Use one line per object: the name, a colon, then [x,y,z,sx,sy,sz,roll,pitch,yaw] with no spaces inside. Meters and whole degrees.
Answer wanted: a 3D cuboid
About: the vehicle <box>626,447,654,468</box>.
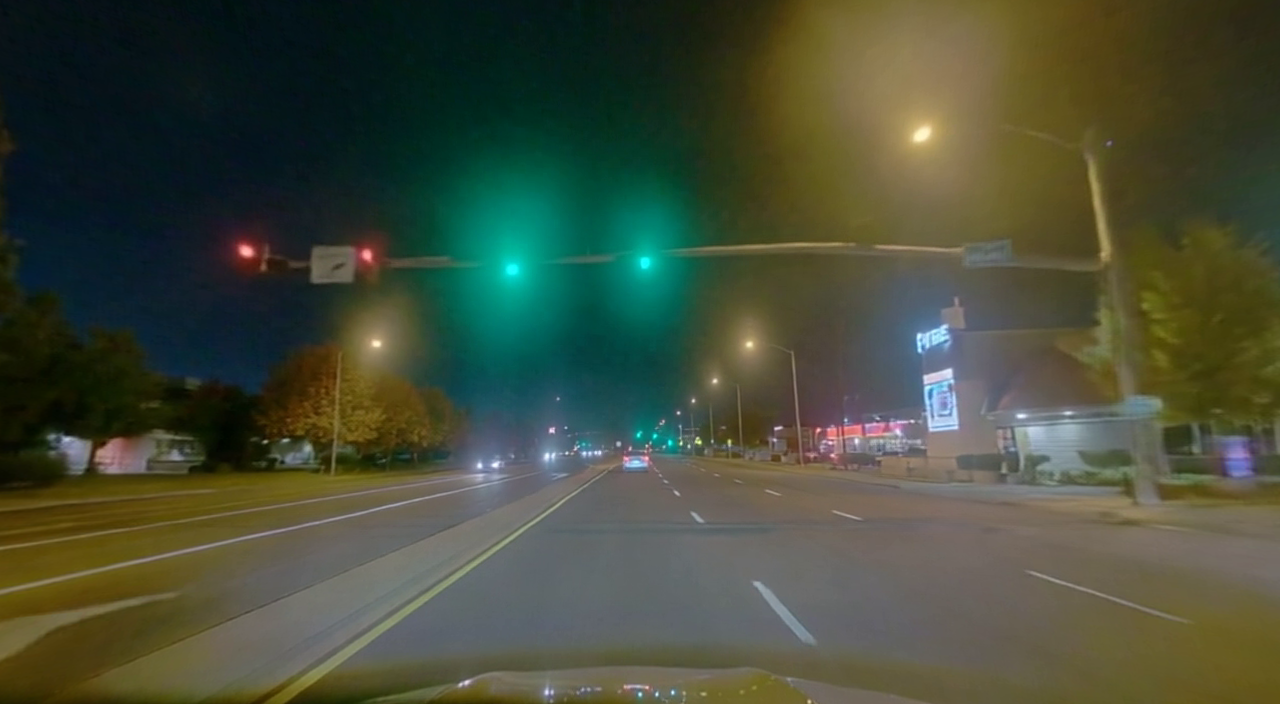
vehicle: [-0.058,7.953,47.770,2.027,1.494,3.942,0,-8,-1]
